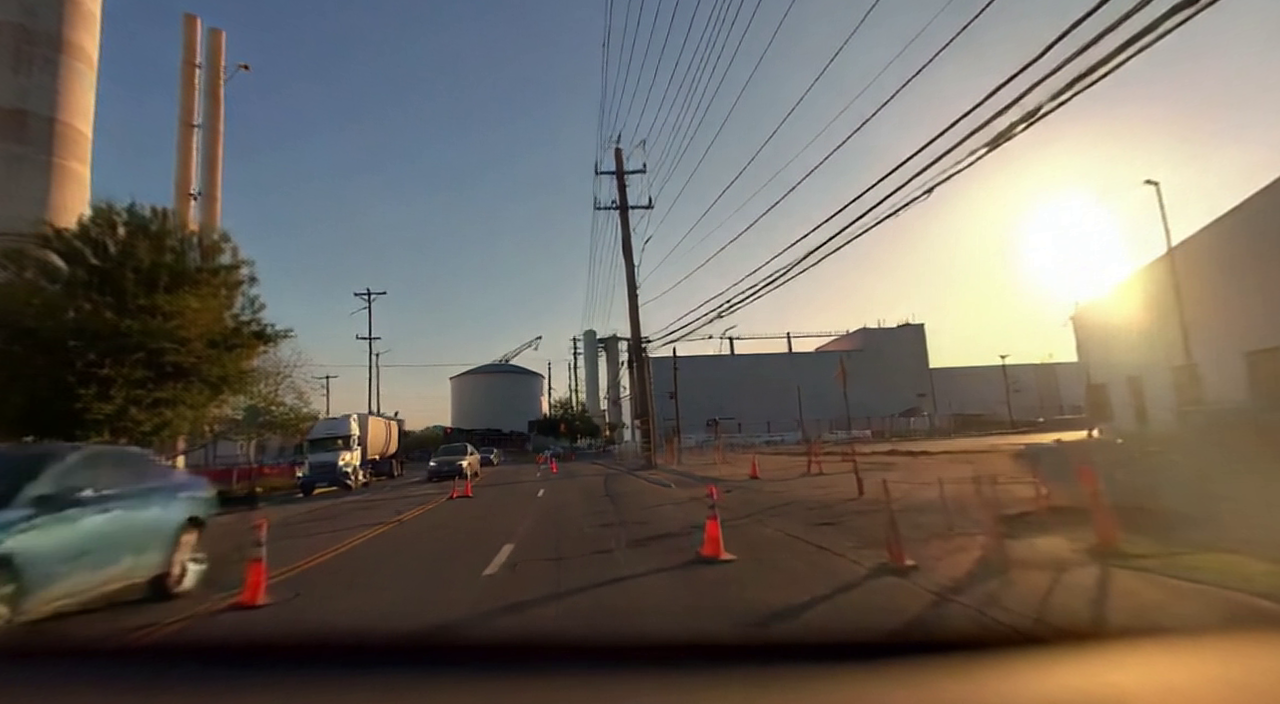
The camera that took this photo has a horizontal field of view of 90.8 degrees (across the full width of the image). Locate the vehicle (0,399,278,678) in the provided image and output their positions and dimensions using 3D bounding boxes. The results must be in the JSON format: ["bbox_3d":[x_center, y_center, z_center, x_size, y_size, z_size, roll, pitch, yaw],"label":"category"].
[{"bbox_3d":[-5.206,1.350,5.053,2.079,1.770,4.684,0,-9,-4],"label":"vehicle"}]

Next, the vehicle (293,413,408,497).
[{"bbox_3d":[-12.438,4.509,27.975,2.905,3.133,7.675,2,-9,-12],"label":"vehicle"}]

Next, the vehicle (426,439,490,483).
[{"bbox_3d":[-8.264,4.978,29.231,2.282,1.809,5.297,1,-9,-10],"label":"vehicle"}]
